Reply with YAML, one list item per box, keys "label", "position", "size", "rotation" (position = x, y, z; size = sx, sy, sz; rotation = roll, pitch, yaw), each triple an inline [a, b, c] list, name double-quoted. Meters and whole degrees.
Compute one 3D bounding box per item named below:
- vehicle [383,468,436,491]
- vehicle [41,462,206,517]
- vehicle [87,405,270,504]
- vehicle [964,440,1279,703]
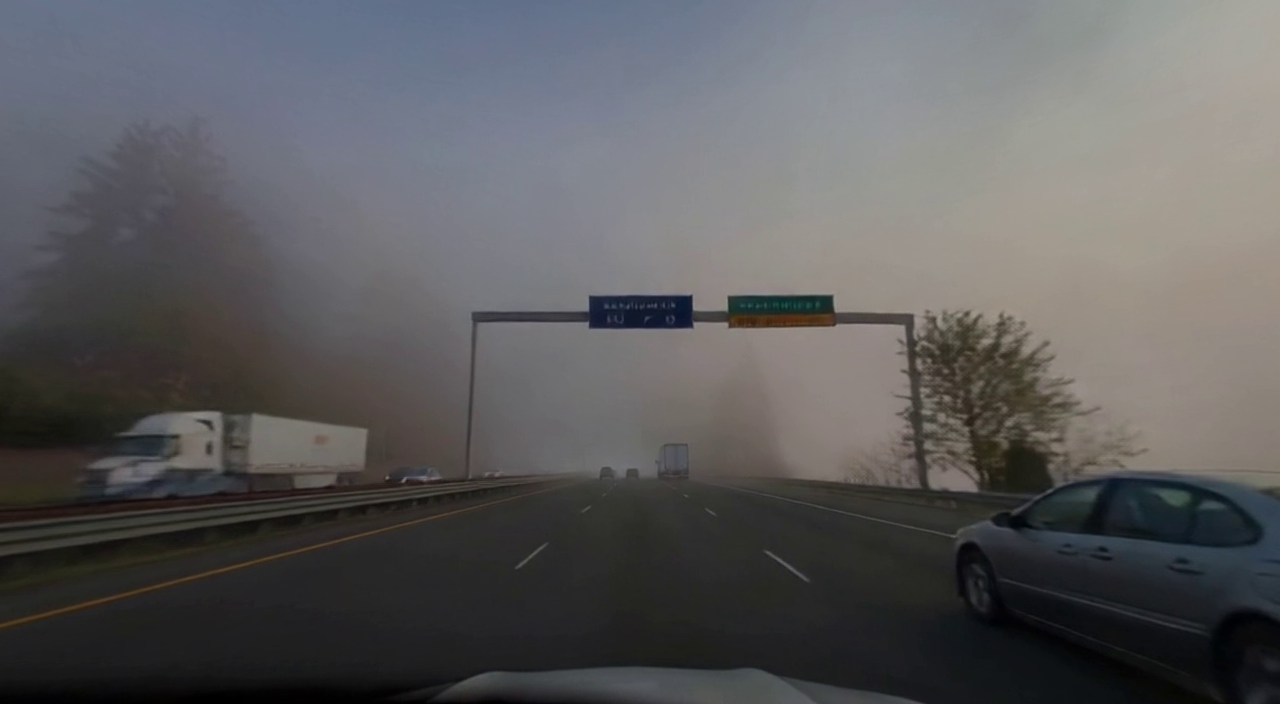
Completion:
- label: "vehicle"
  position: [-15.783, 8.717, 43.415]
  size: [1.901, 1.453, 4.530]
  rotation: [1, -10, 0]
- label: "vehicle"
  position: [-15.254, 4.057, 18.901]
  size: [1.746, 1.462, 3.698]
  rotation: [1, -10, 0]
- label: "vehicle"
  position: [-19.703, 4.511, 27.556]
  size: [3.108, 3.777, 6.082]
  rotation: [1, -10, 0]
- label: "vehicle"
  position: [4.045, 1.270, 3.498]
  size: [2.051, 1.472, 4.547]
  rotation: [1, -10, 0]
